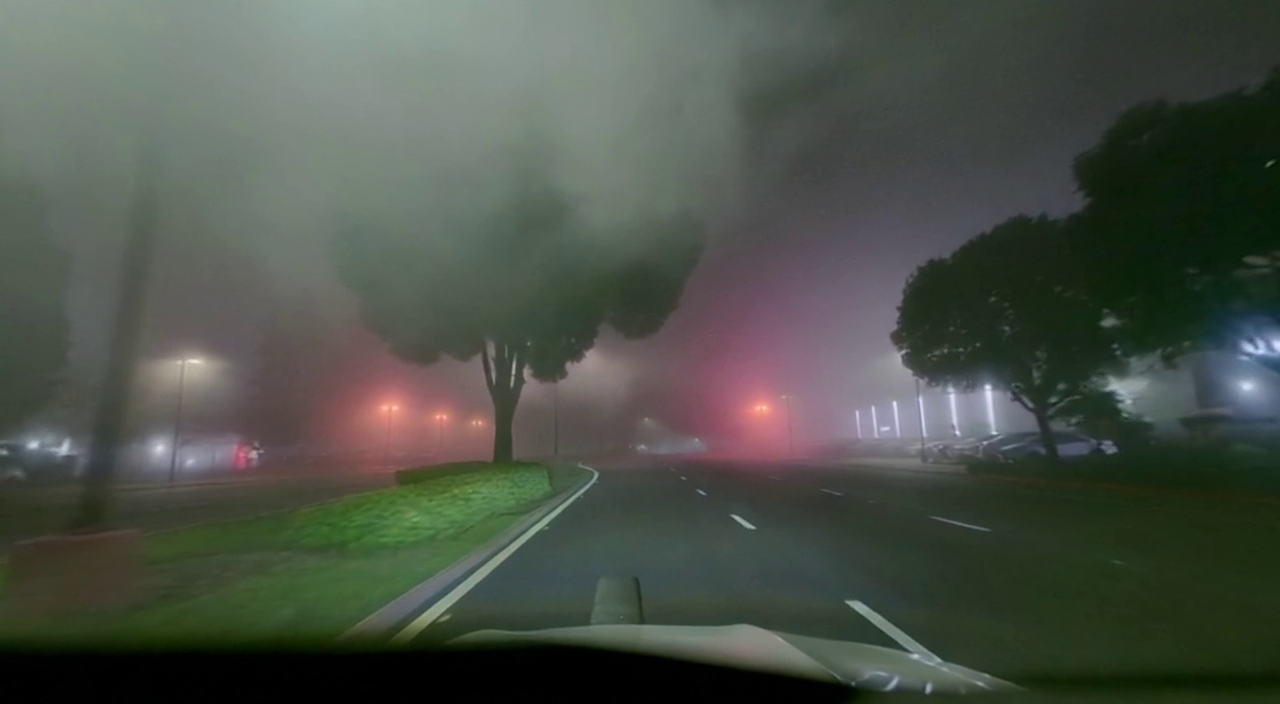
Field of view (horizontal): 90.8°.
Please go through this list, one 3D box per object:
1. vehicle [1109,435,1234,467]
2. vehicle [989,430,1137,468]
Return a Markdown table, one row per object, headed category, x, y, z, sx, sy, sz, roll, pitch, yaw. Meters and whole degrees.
| category | x | y | z | sx | sy | sz | roll | pitch | yaw |
| --- | --- | --- | --- | --- | --- | --- | --- | --- | --- |
| vehicle | 25.975 | 4.845 | 30.954 | 4.402 | 1.465 | 1.900 | 0 | -9 | -1 |
| vehicle | 20.412 | 4.717 | 30.702 | 5.462 | 1.785 | 2.323 | 0 | -9 | 1 |
